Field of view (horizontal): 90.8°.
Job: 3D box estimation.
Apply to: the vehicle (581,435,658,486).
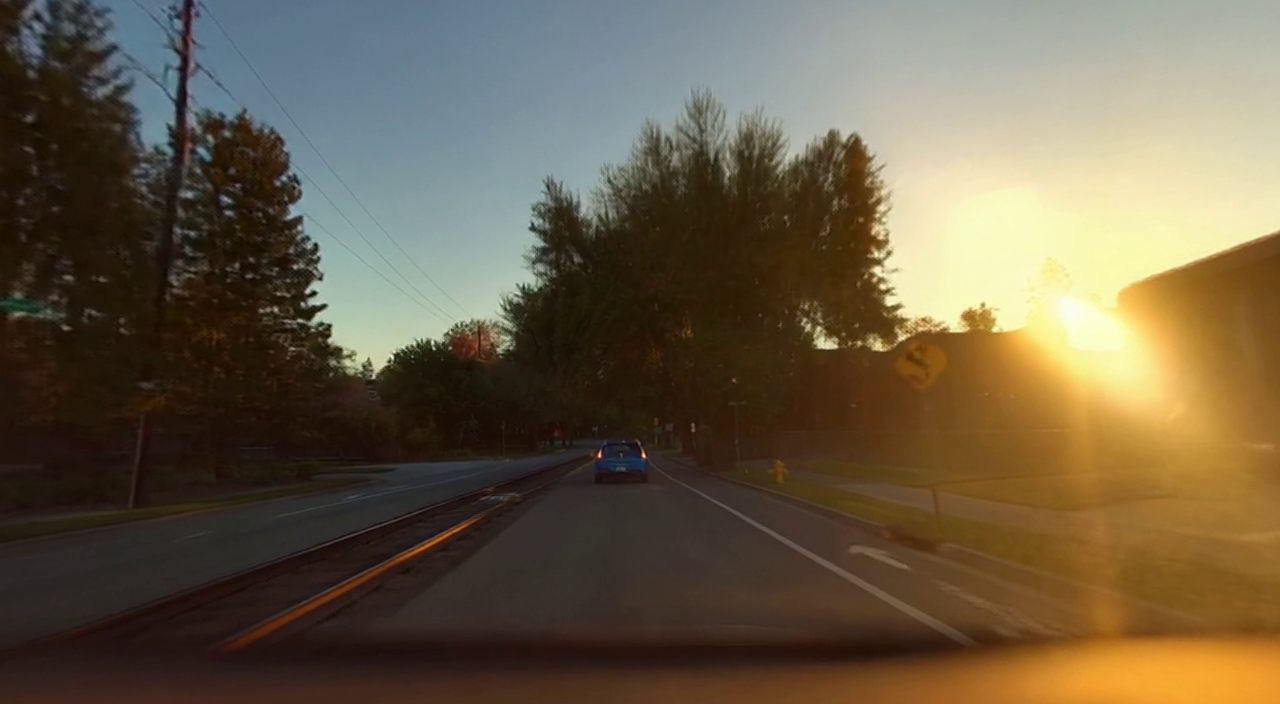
[{"bbox_3d":[-0.660,3.590,21.186,2.295,1.510,4.364,0,-8,-1],"label":"vehicle"}]
